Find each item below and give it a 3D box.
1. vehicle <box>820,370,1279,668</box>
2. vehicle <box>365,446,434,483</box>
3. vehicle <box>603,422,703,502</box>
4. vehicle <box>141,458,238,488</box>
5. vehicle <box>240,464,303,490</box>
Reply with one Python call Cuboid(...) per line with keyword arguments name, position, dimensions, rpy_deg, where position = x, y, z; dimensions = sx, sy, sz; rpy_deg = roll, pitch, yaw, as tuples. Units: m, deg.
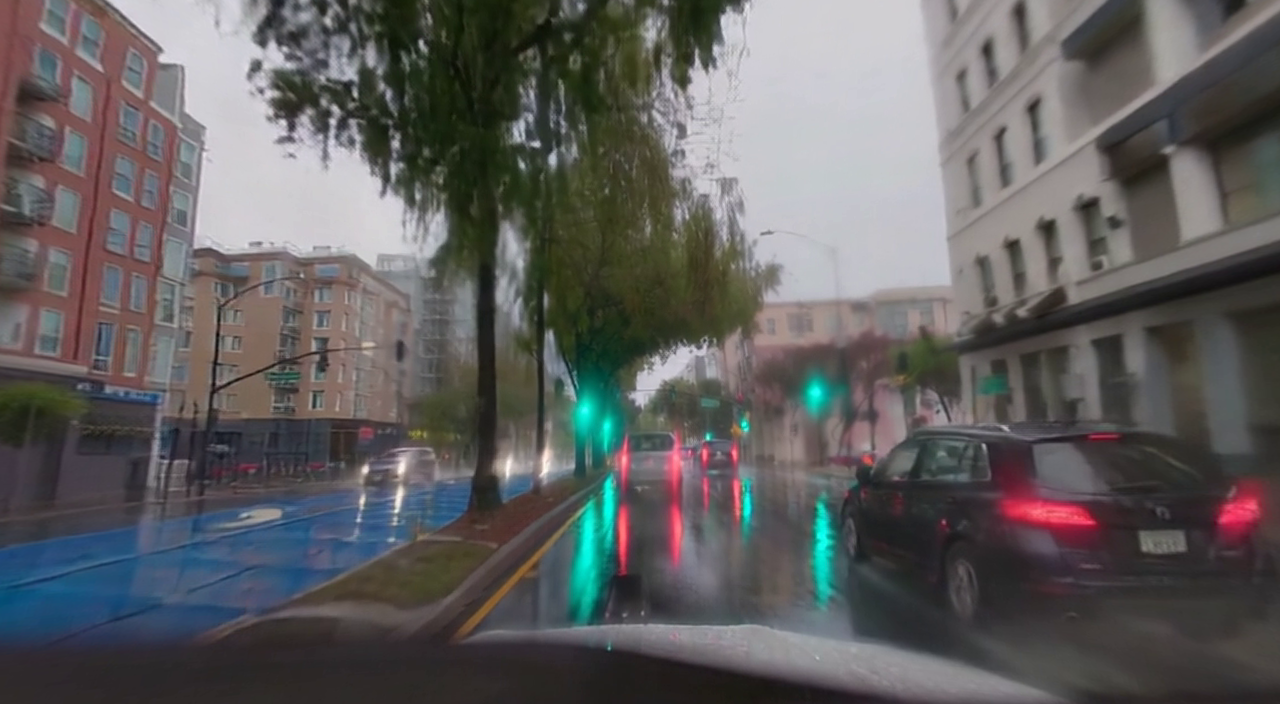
Cuboid(name="vehicle", position=(3.225, 1.282, 5.831), dimensions=(1.939, 1.746, 4.091), rpy_deg=(0, -9, 1))
Cuboid(name="vehicle", position=(-13.443, 6.273, 35.562), dimensions=(1.914, 1.889, 4.585), rpy_deg=(-1, -9, 2))
Cuboid(name="vehicle", position=(0.299, 2.758, 16.106), dimensions=(2.209, 1.748, 4.130), rpy_deg=(0, -9, 1))
Cuboid(name="vehicle", position=(-28.882, 7.743, 40.536), dimensions=(4.558, 1.818, 2.120), rpy_deg=(0, -9, 1))
Cuboid(name="vehicle", position=(-27.259, 9.233, 46.695), dimensions=(3.416, 1.466, 1.840), rpy_deg=(4, -5, 0))
